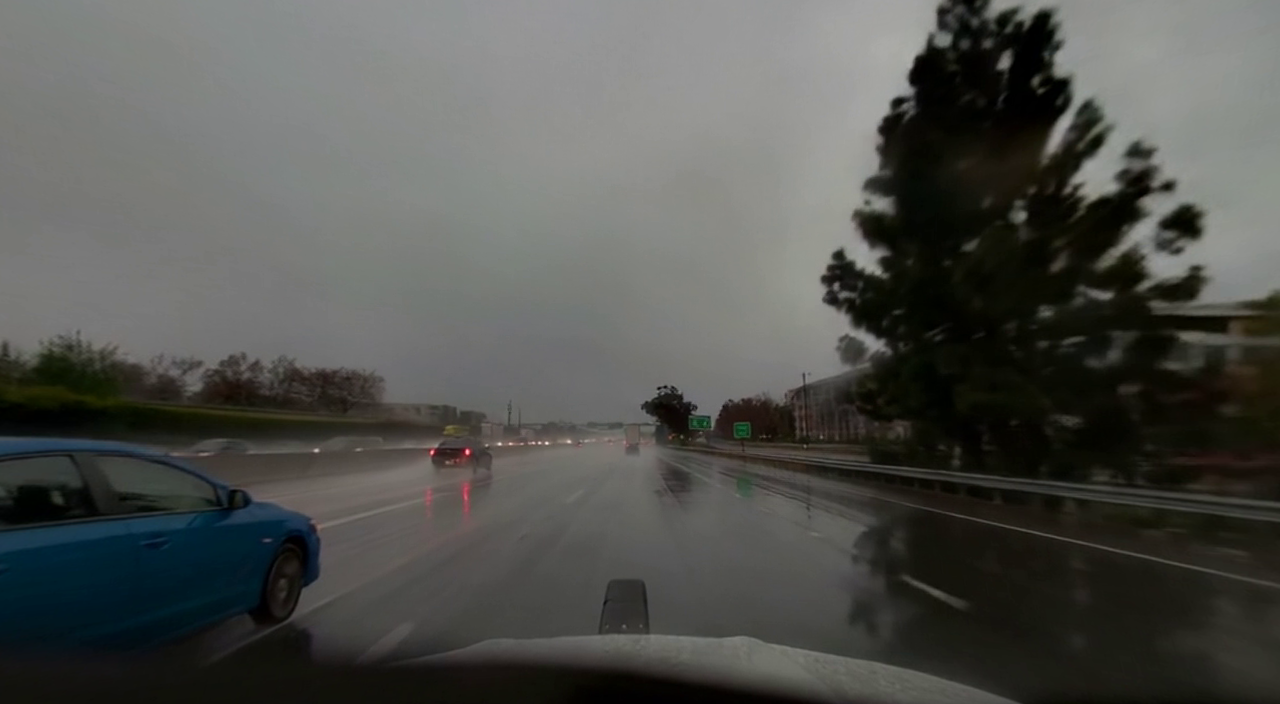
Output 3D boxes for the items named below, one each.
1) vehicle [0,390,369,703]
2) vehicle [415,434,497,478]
[{"bbox_3d":[-3.626,1.065,3.309,2.144,1.565,4.951,0,-8,1],"label":"vehicle"},{"bbox_3d":[-7.718,4.402,26.948,2.118,1.675,4.395,0,-8,1],"label":"vehicle"}]
